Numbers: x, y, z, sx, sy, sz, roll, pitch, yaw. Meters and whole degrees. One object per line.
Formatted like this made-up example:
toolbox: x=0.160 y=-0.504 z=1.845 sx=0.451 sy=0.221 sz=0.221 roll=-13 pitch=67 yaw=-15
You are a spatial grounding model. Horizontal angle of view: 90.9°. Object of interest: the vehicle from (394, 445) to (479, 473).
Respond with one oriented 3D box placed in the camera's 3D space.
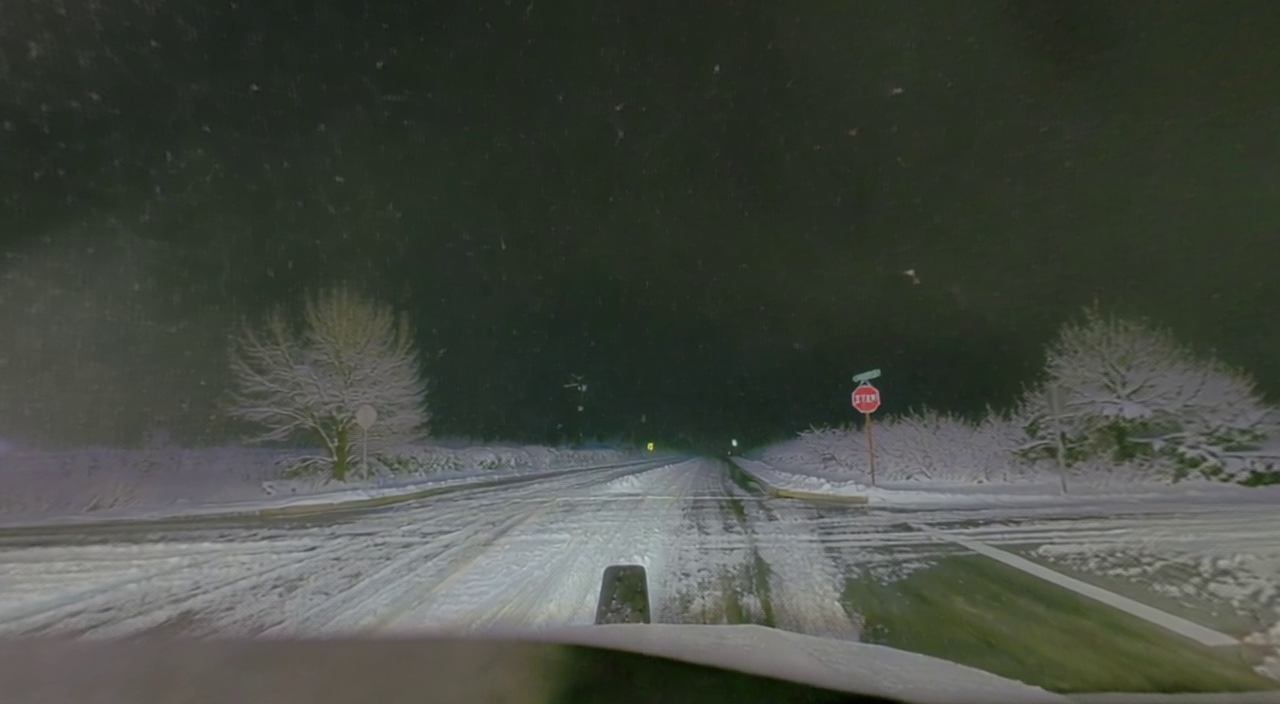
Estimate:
vehicle: x=-12.680 y=6.671 z=39.407 sx=4.590 sy=1.735 sz=1.973 roll=0 pitch=-9 yaw=3
